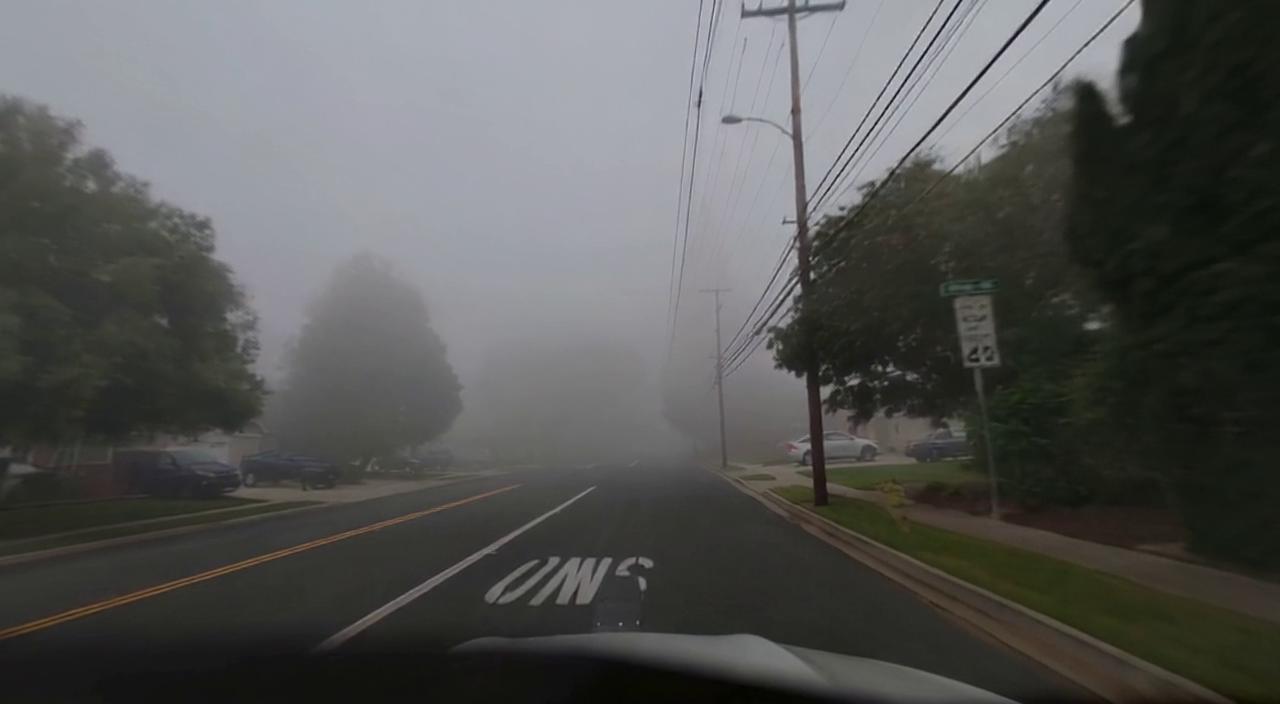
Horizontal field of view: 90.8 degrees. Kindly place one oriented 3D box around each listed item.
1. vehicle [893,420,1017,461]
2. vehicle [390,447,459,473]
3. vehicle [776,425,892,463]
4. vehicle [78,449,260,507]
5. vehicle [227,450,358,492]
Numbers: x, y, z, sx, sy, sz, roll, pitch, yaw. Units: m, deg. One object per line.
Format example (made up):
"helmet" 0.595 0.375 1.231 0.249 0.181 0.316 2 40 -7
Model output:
"vehicle" 13.018 3.709 26.326 4.122 1.610 1.888 -1 -8 2
"vehicle" -15.291 7.689 44.898 4.265 1.583 1.913 -5 -9 13
"vehicle" 9.343 4.476 30.784 4.952 1.775 2.089 0 -8 0
"vehicle" -15.090 4.011 20.376 4.500 1.714 1.924 -1 -8 7
"vehicle" -14.224 4.875 26.004 4.260 1.588 1.927 -1 -8 5
